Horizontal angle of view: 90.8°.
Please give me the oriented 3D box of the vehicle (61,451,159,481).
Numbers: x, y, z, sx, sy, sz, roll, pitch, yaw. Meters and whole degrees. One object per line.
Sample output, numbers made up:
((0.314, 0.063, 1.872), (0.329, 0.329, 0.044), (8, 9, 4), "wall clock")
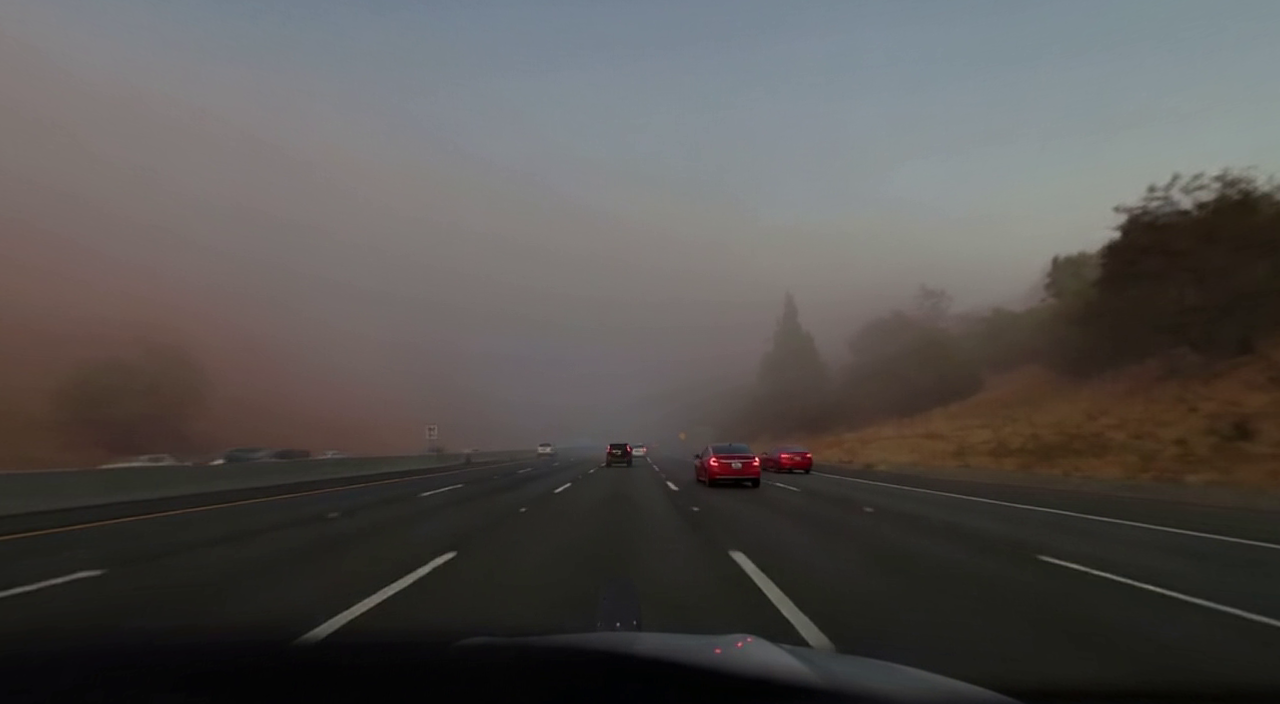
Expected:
((-33.726, 7.241, 40.418), (1.899, 1.763, 5.026), (0, -8, 0), "vehicle")

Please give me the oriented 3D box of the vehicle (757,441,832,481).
((6.156, 4.386, 25.670), (1.845, 1.452, 4.352), (0, -8, -2), "vehicle")

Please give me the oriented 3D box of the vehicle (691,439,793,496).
((2.883, 3.388, 19.024), (2.120, 1.492, 4.734), (0, -8, -2), "vehicle")

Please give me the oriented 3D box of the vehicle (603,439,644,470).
((-0.917, 5.972, 36.963), (2.277, 1.675, 4.023), (0, -8, 0), "vehicle")

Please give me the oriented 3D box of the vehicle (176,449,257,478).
((-29.843, 7.840, 44.758), (2.091, 1.799, 5.192), (0, -8, 0), "vehicle")
